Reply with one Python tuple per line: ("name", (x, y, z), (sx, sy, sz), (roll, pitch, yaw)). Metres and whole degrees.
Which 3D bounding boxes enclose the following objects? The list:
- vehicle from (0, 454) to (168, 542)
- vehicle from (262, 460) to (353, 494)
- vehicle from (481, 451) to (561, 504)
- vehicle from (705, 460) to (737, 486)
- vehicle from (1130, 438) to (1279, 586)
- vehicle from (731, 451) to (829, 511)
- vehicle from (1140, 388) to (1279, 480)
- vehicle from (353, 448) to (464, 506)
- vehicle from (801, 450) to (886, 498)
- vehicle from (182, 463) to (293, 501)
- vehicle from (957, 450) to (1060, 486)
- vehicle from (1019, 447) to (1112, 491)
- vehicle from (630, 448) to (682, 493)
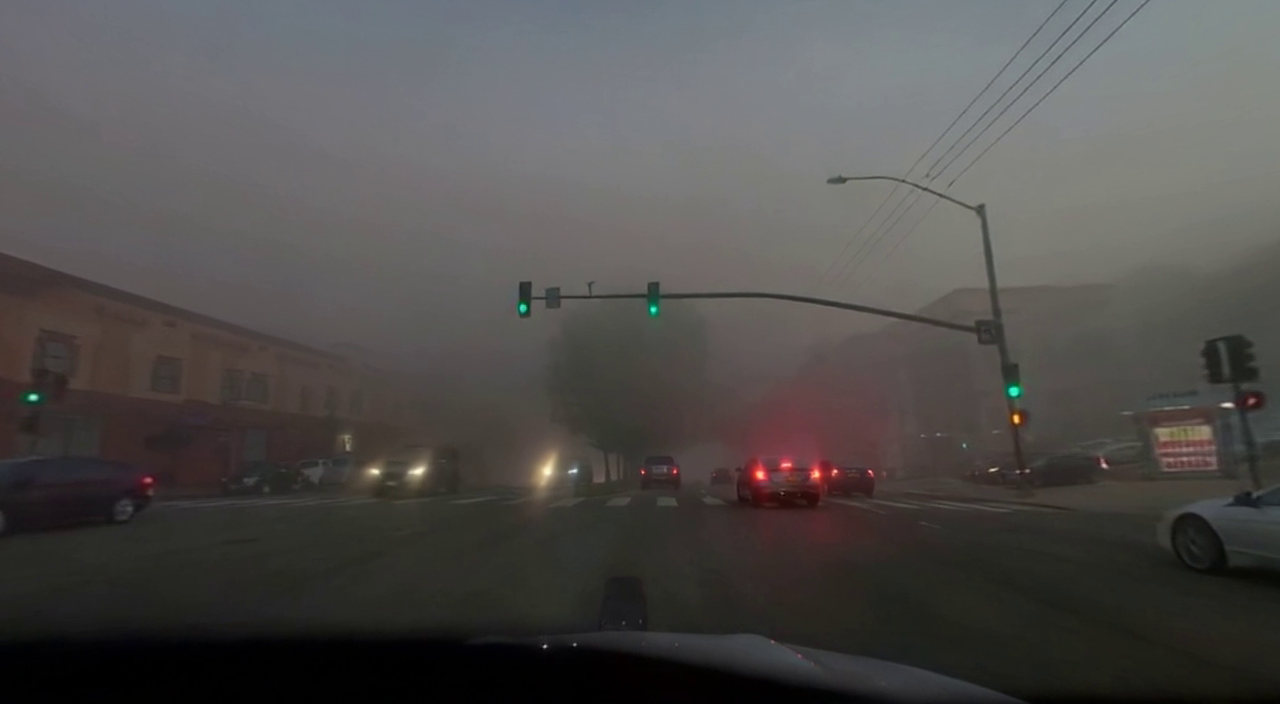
("vehicle", (-11.938, 2.753, 12.289), (1.871, 1.453, 4.575), (0, -8, 1))
("vehicle", (-18.142, 6.825, 34.738), (2.173, 1.695, 4.938), (0, -9, 2))
("vehicle", (-4.399, 4.678, 24.044), (2.041, 1.494, 4.647), (-3, -6, 1))
("vehicle", (5.979, 8.948, 46.986), (2.036, 1.719, 4.318), (0, -8, 2))
("vehicle", (7.361, 1.541, 5.887), (1.911, 1.466, 4.572), (0, -8, 0))
("vehicle", (3.972, 3.710, 18.738), (1.963, 1.484, 4.609), (0, -8, 1))
("vehicle", (18.113, 2.629, 20.141), (2.521, 2.491, 5.455), (-7, -9, 32))
("vehicle", (-8.083, 4.355, 22.572), (2.065, 1.805, 4.668), (0, -8, 2))
("vehicle", (8.175, 4.887, 25.768), (2.040, 1.738, 4.414), (0, -8, 1))
("vehicle", (-18.520, 5.984, 29.334), (2.125, 1.484, 4.832), (-1, -9, -3))
("vehicle", (16.663, 5.177, 28.412), (4.964, 1.453, 2.184), (7, -11, -37))
("vehicle", (16.497, 4.439, 24.349), (4.373, 1.399, 2.052), (7, -10, -44))
("vehicle", (0.771, 5.396, 29.155), (2.210, 1.861, 4.280), (-1, -8, 3))
